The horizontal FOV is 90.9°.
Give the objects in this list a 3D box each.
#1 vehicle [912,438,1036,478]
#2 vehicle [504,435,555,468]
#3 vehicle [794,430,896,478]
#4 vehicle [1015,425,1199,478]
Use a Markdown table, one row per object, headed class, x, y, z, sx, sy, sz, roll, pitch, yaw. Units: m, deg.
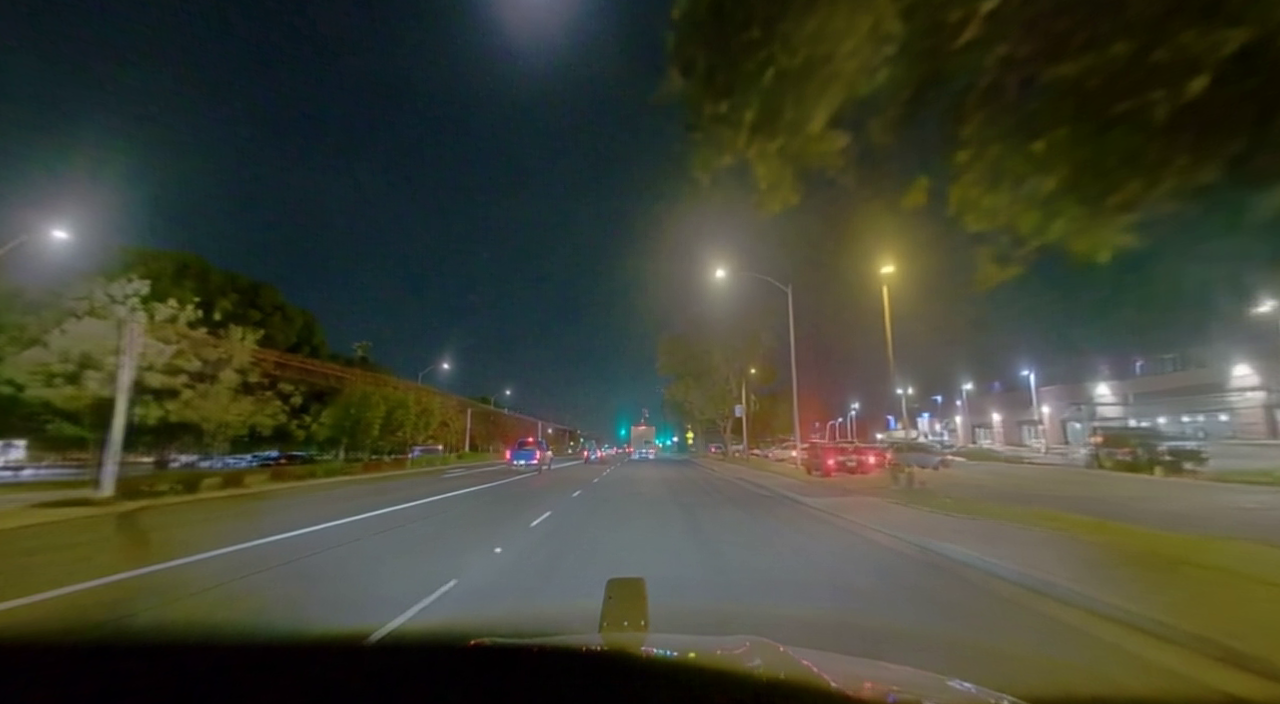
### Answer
| class | x | y | z | sx | sy | sz | roll | pitch | yaw |
| --- | --- | --- | --- | --- | --- | --- | --- | --- | --- |
| vehicle | 13.418 | 4.272 | 25.680 | 1.944 | 1.476 | 4.483 | 2 | -9 | -13 |
| vehicle | -6.842 | 6.240 | 39.568 | 2.149 | 1.893 | 5.187 | 0 | -8 | 1 |
| vehicle | 8.191 | 4.126 | 25.744 | 2.057 | 1.750 | 4.679 | 1 | -9 | -8 |
| vehicle | 18.509 | 3.989 | 25.497 | 2.211 | 1.880 | 5.847 | 2 | -9 | -12 |
